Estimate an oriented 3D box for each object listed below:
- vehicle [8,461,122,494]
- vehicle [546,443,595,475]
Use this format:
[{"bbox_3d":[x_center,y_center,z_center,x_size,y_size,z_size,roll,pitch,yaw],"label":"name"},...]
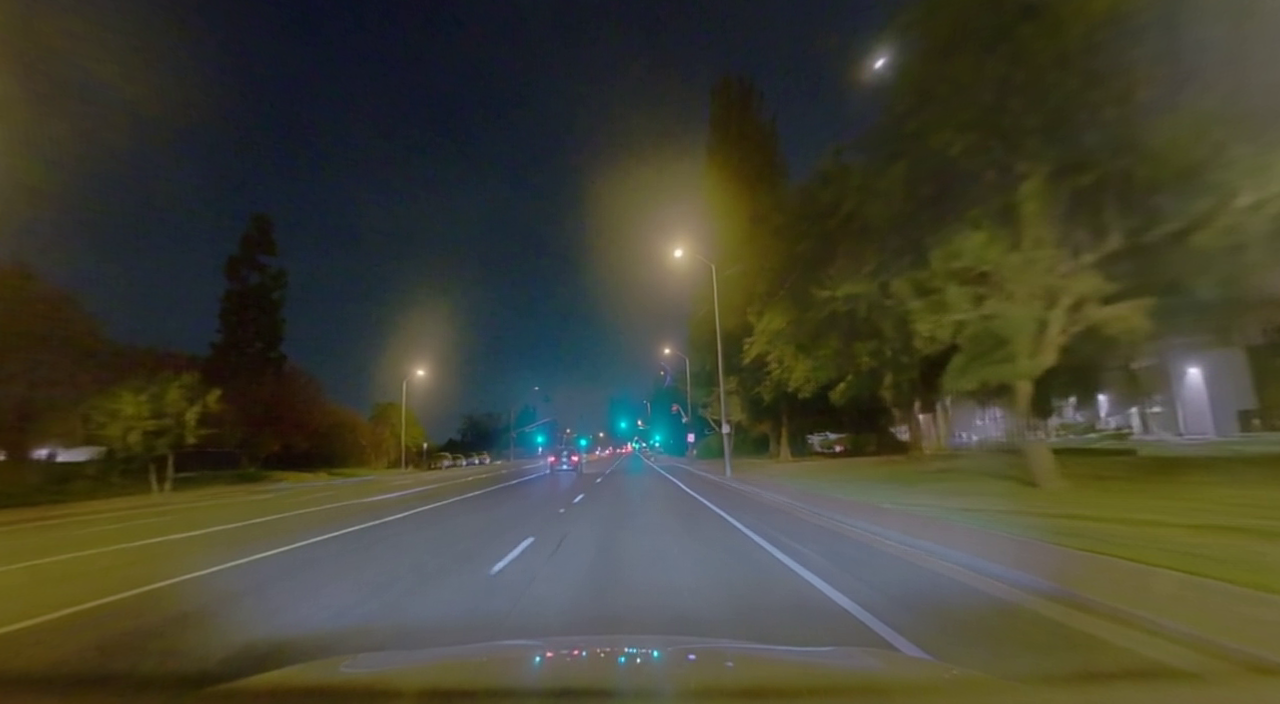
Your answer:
[{"bbox_3d":[-28.673,6.251,31.605,3.814,1.512,1.948,0,-8,2],"label":"vehicle"},{"bbox_3d":[-3.459,5.406,32.087,2.030,1.467,4.251,0,-9,-1],"label":"vehicle"}]
